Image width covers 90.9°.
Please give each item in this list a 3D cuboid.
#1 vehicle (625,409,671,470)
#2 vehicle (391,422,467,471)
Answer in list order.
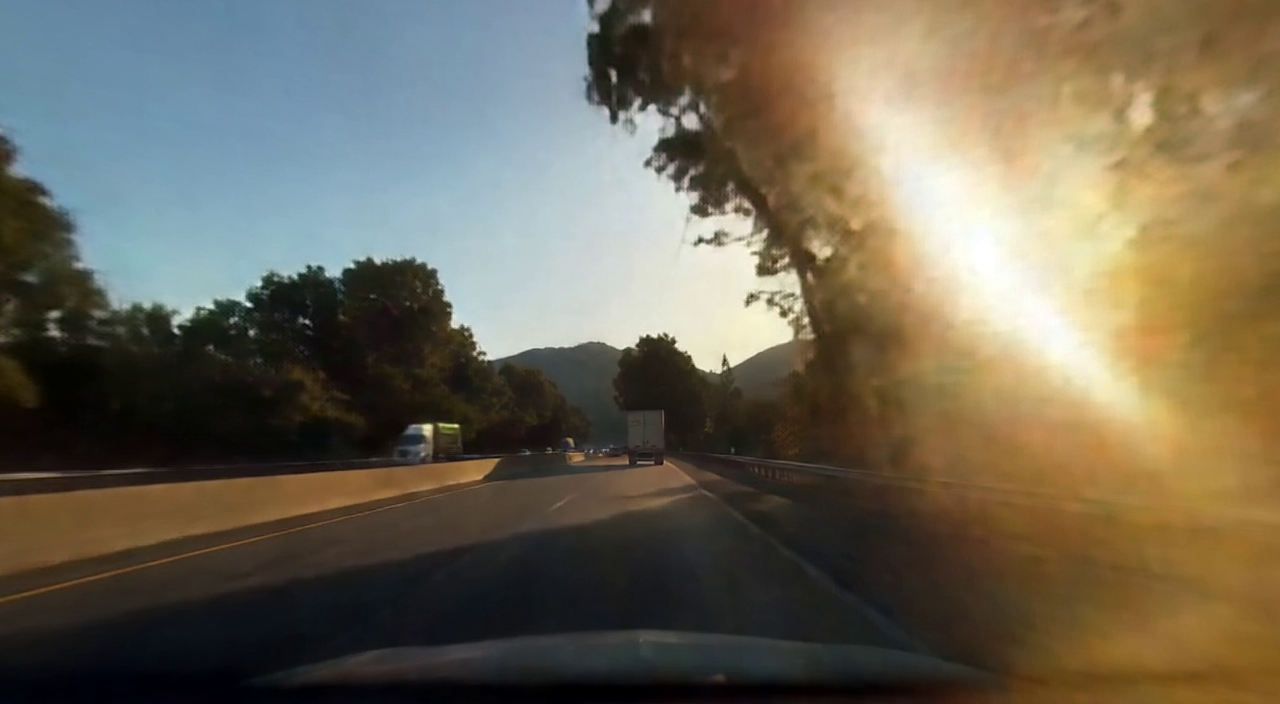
[{"bbox_3d":[0.431,6.512,46.452,3.024,3.965,10.399,0,-9,-1],"label":"vehicle"},{"bbox_3d":[-16.425,7.494,49.834,2.889,3.506,8.390,0,-9,2],"label":"vehicle"}]
